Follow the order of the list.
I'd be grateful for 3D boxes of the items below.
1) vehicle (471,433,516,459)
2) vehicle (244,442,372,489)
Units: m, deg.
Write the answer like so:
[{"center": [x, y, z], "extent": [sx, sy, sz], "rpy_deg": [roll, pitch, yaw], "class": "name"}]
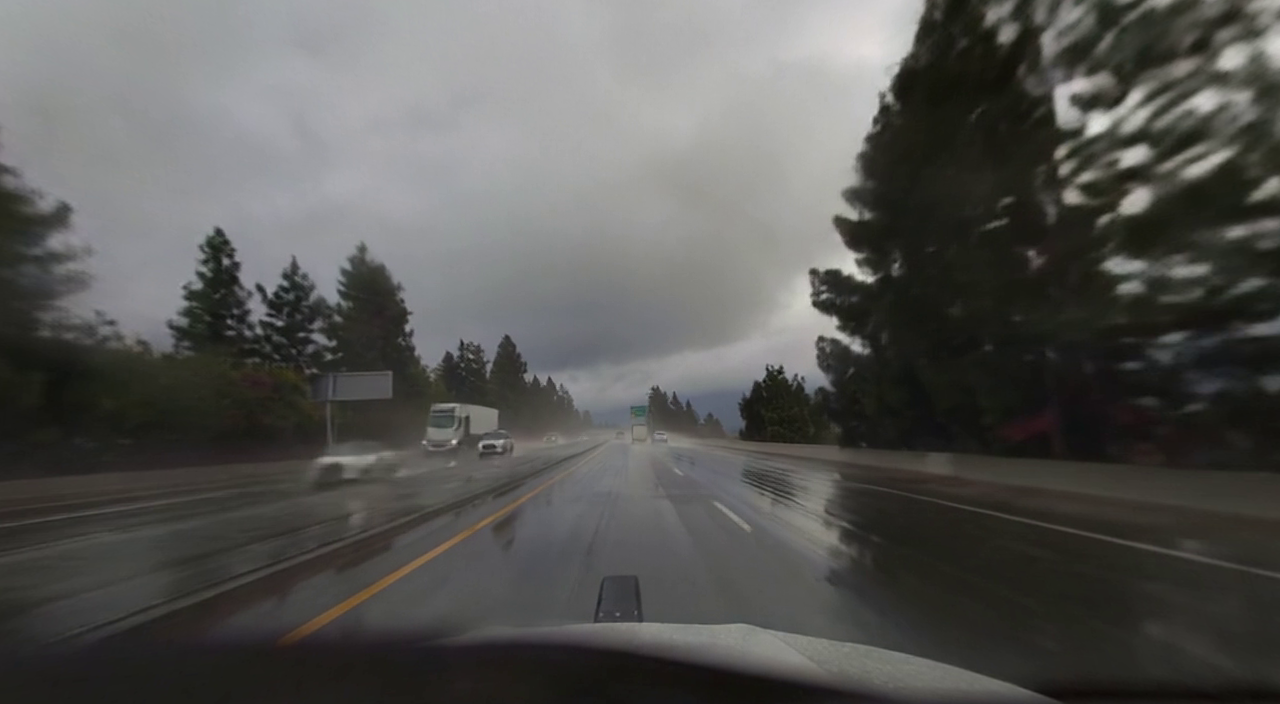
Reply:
[{"center": [-10.860, 6.992, 46.914], "extent": [2.434, 1.856, 4.296], "rpy_deg": [0, -8, -1], "class": "vehicle"}, {"center": [-10.211, 3.499, 19.764], "extent": [1.811, 1.263, 4.213], "rpy_deg": [0, -8, -1], "class": "vehicle"}]
